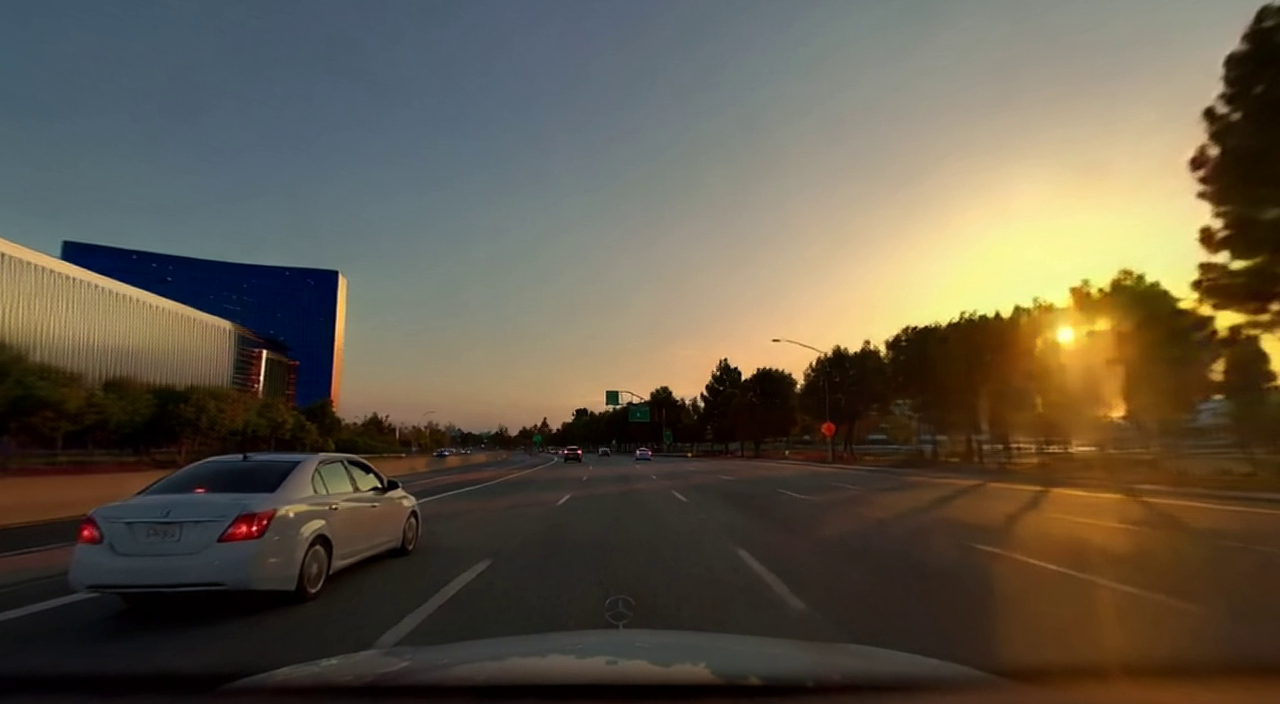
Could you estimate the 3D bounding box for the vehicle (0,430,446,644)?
[{"bbox_3d":[-3.754,1.620,6.662,2.018,1.476,4.364,0,-8,0],"label":"vehicle"}]
